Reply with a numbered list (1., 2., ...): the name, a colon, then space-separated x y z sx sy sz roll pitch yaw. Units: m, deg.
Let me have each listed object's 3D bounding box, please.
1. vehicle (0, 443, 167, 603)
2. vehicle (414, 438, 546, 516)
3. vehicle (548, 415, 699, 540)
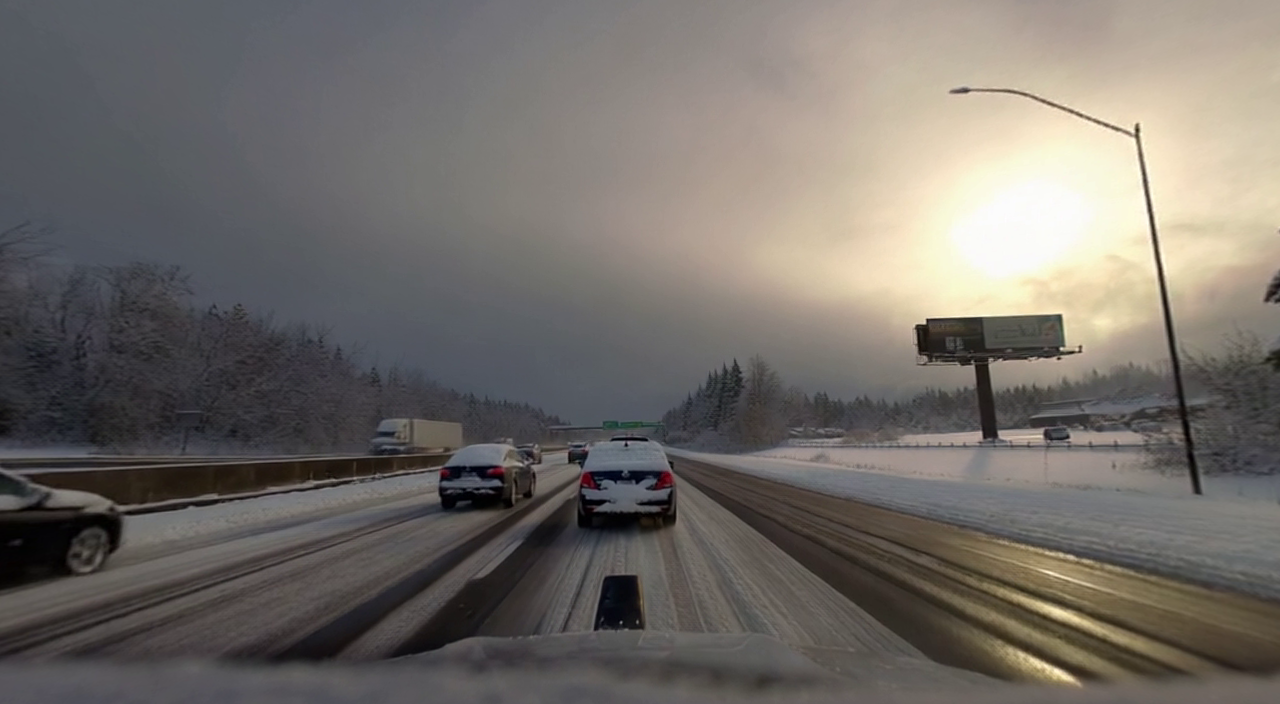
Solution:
1. vehicle: -6.879 1.523 5.411 1.892 1.468 4.792 0 -9 0
2. vehicle: -3.515 2.823 14.788 1.889 1.522 4.465 0 -9 1
3. vehicle: -0.263 2.136 11.348 2.127 1.749 4.776 0 -9 -1
